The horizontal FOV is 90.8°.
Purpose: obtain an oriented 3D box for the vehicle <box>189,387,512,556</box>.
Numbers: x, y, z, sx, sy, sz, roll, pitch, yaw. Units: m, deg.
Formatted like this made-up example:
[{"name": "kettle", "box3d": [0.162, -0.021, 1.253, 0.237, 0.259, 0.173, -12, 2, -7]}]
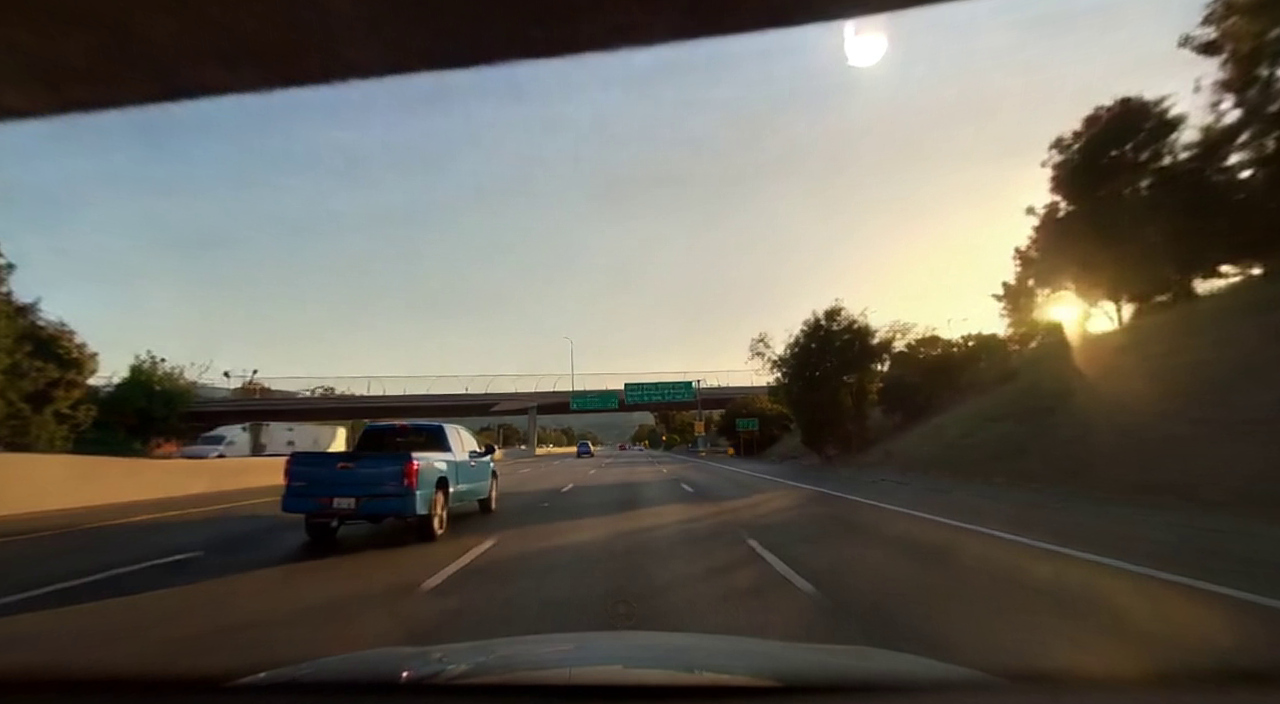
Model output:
[{"name": "vehicle", "box3d": [-4.067, 1.845, 10.569, 2.529, 2.003, 5.904, 0, -8, 1]}]
